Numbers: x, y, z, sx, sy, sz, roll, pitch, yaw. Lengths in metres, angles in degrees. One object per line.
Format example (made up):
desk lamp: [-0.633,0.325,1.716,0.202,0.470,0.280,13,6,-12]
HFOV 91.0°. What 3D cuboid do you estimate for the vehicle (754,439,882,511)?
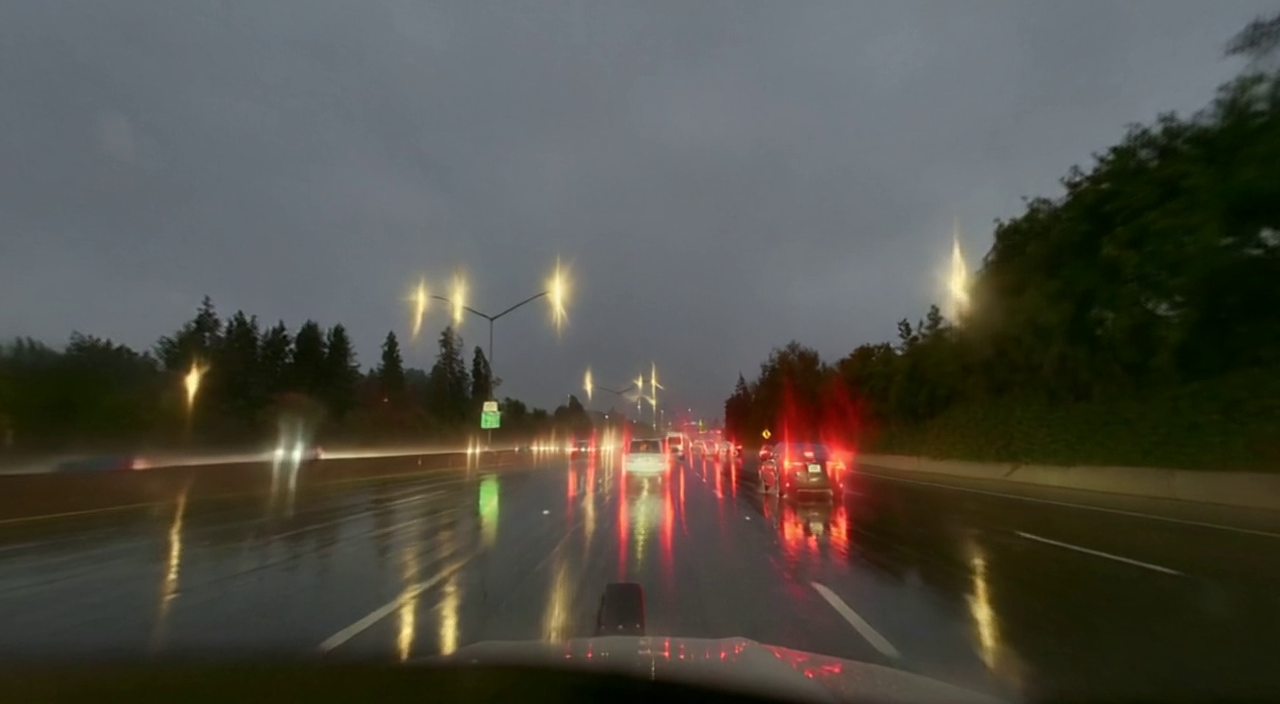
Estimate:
vehicle: [4.249,2.993,15.842,1.999,1.514,4.338,0,-9,1]

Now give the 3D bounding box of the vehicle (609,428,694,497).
vehicle: [0.351,3.143,18.176,2.181,1.728,3.970,0,-9,2]

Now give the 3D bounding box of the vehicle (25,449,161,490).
vehicle: [-24.332,5.199,28.270,1.918,1.639,4.454,0,-9,3]

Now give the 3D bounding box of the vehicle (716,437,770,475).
vehicle: [4.996,5.137,31.168,2.063,1.710,4.591,0,-9,3]

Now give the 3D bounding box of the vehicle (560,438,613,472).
vehicle: [-2.751,5.506,33.785,2.128,1.627,4.697,0,-9,4]

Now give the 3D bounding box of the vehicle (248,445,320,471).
vehicle: [-26.630,7.920,47.353,2.189,1.783,5.020,0,-9,4]
